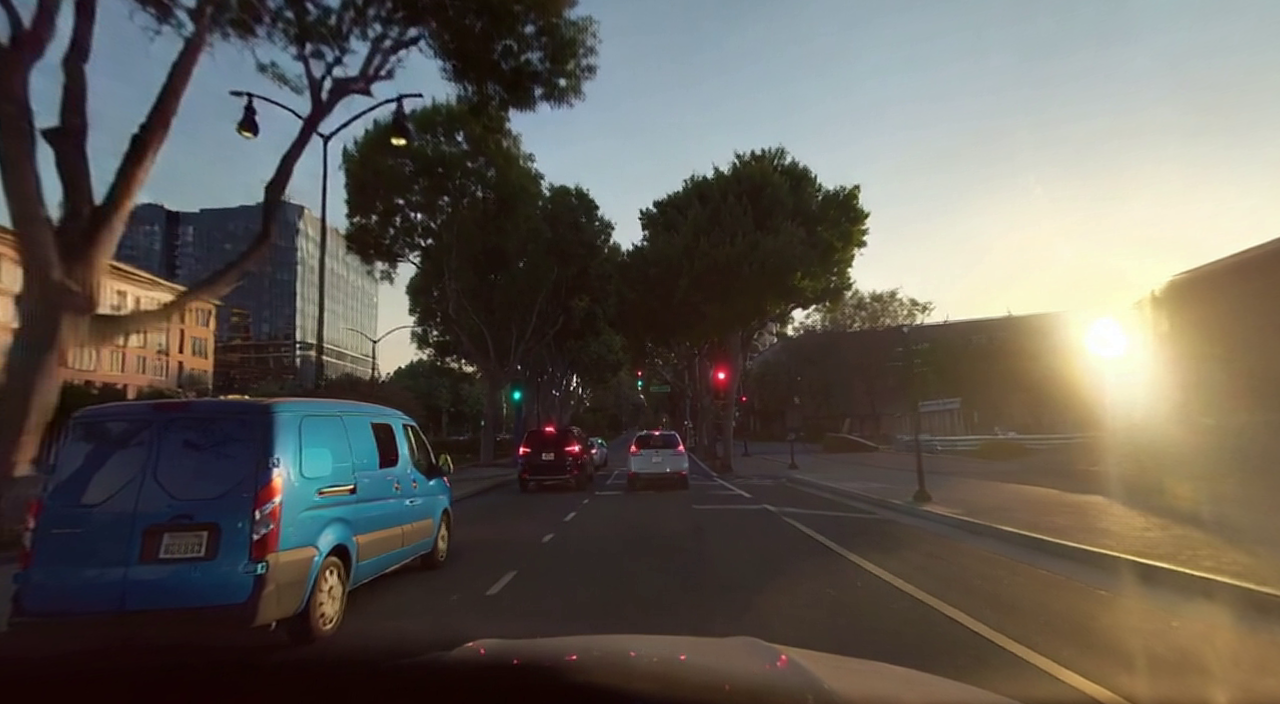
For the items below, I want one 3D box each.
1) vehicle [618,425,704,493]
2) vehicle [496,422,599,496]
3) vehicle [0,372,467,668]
[{"bbox_3d":[0.584,3.054,18.263,2.205,1.727,3.917,-1,-8,1],"label":"vehicle"},{"bbox_3d":[-2.443,2.998,17.971,2.124,1.799,4.587,0,-8,1],"label":"vehicle"},{"bbox_3d":[-3.064,1.258,5.670,1.940,1.722,3.823,0,-8,0],"label":"vehicle"}]
